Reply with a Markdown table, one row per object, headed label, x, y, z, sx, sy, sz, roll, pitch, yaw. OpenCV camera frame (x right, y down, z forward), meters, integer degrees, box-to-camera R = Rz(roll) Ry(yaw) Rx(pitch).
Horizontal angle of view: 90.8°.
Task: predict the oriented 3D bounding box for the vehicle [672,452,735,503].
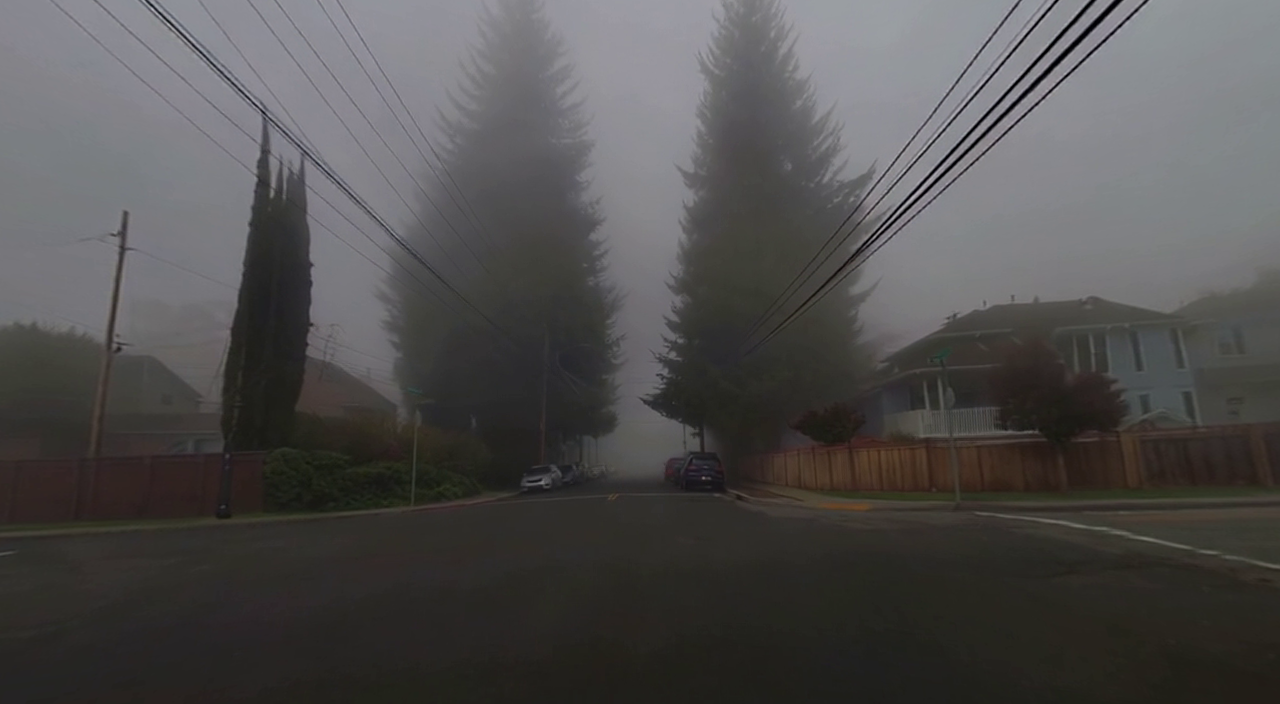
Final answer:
| label | x | y | z | sx | sy | sz | roll | pitch | yaw |
| --- | --- | --- | --- | --- | --- | --- | --- | --- | --- |
| vehicle | 2.581 | 5.263 | 26.946 | 2.051 | 1.874 | 4.459 | 0 | -8 | -2 |

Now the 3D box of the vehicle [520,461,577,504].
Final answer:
| label | x | y | z | sx | sy | sz | roll | pitch | yaw |
| --- | --- | --- | --- | --- | --- | --- | --- | --- | --- |
| vehicle | -4.304 | 6.226 | 30.451 | 2.189 | 1.771 | 4.571 | 0 | -9 | -1 |
